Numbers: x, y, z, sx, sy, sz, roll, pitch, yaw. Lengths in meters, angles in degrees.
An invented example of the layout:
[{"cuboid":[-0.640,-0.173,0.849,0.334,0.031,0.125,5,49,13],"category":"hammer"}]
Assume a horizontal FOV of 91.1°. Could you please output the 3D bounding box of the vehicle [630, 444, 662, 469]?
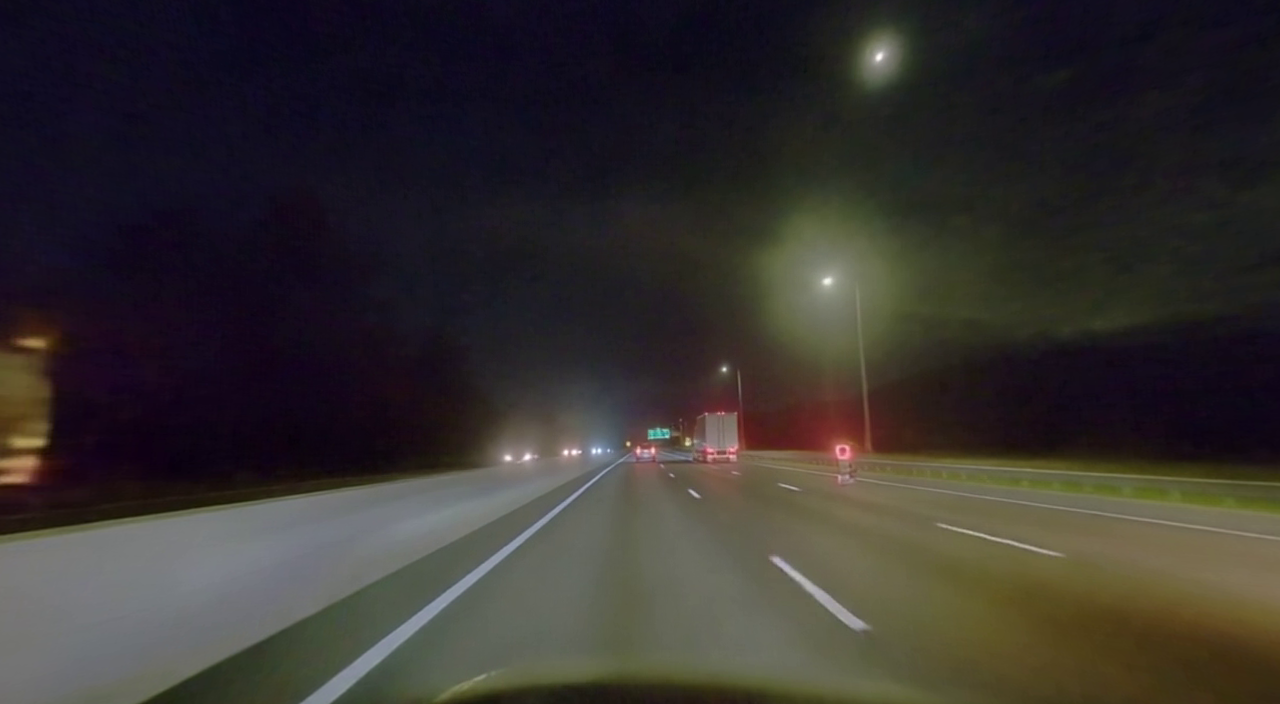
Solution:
[{"cuboid":[0.366,7.034,42.352,2.024,1.579,3.707,-1,-9,0],"category":"vehicle"}]
